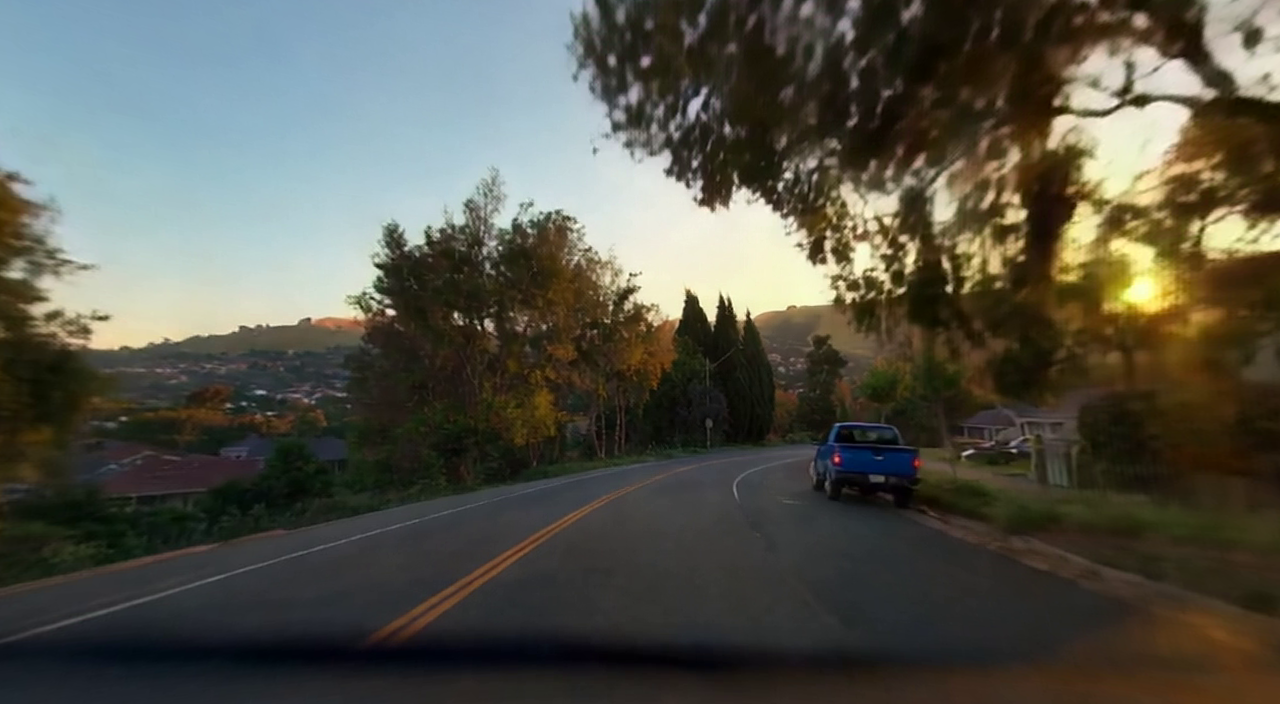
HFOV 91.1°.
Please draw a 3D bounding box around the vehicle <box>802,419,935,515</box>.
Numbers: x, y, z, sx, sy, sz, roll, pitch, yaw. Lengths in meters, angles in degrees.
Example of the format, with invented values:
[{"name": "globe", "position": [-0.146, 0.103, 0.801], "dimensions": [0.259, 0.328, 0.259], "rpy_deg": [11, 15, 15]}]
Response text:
[{"name": "vehicle", "position": [4.988, 2.516, 14.419], "dimensions": [1.992, 1.817, 4.467], "rpy_deg": [0, -8, 9]}]
